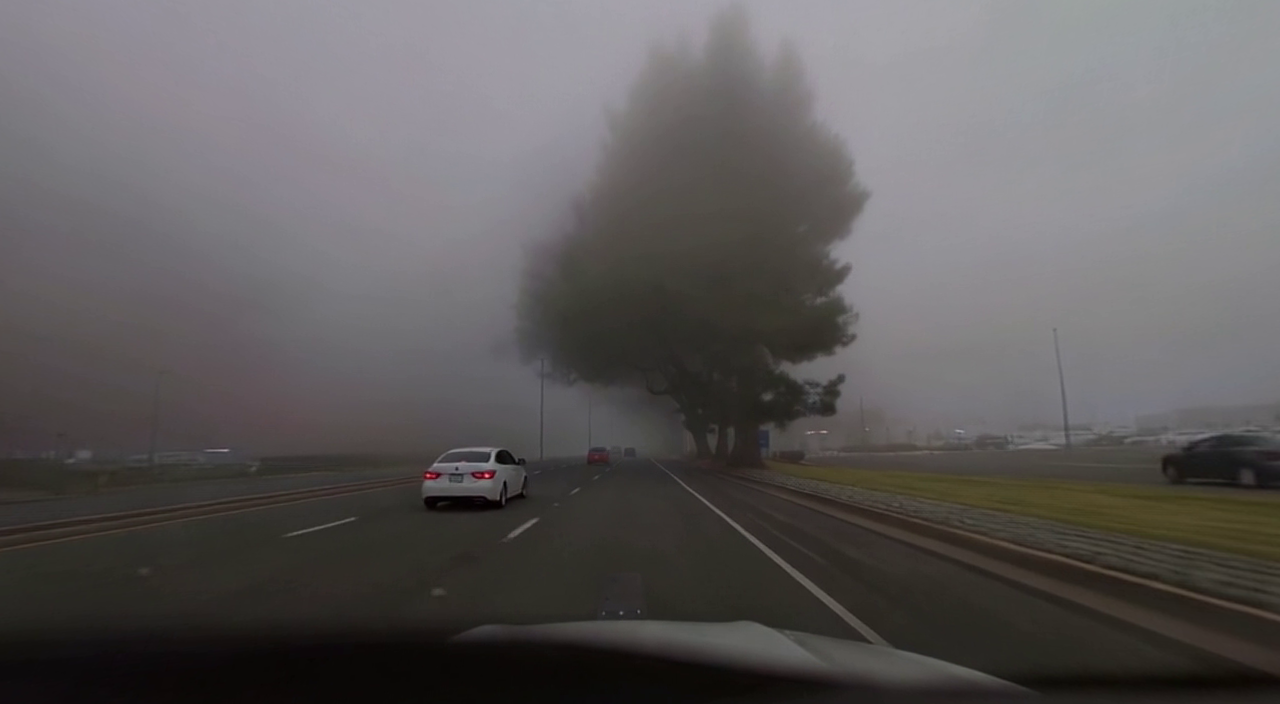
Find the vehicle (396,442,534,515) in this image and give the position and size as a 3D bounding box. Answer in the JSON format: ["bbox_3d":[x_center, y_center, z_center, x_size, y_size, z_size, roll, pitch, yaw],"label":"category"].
[{"bbox_3d":[-3.936,2.919,15.138,2.003,1.454,4.484,0,-9,0],"label":"vehicle"}]

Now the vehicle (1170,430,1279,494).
[{"bbox_3d":[16.201,2.668,15.531,4.429,1.459,1.967,-1,-9,2],"label":"vehicle"}]
